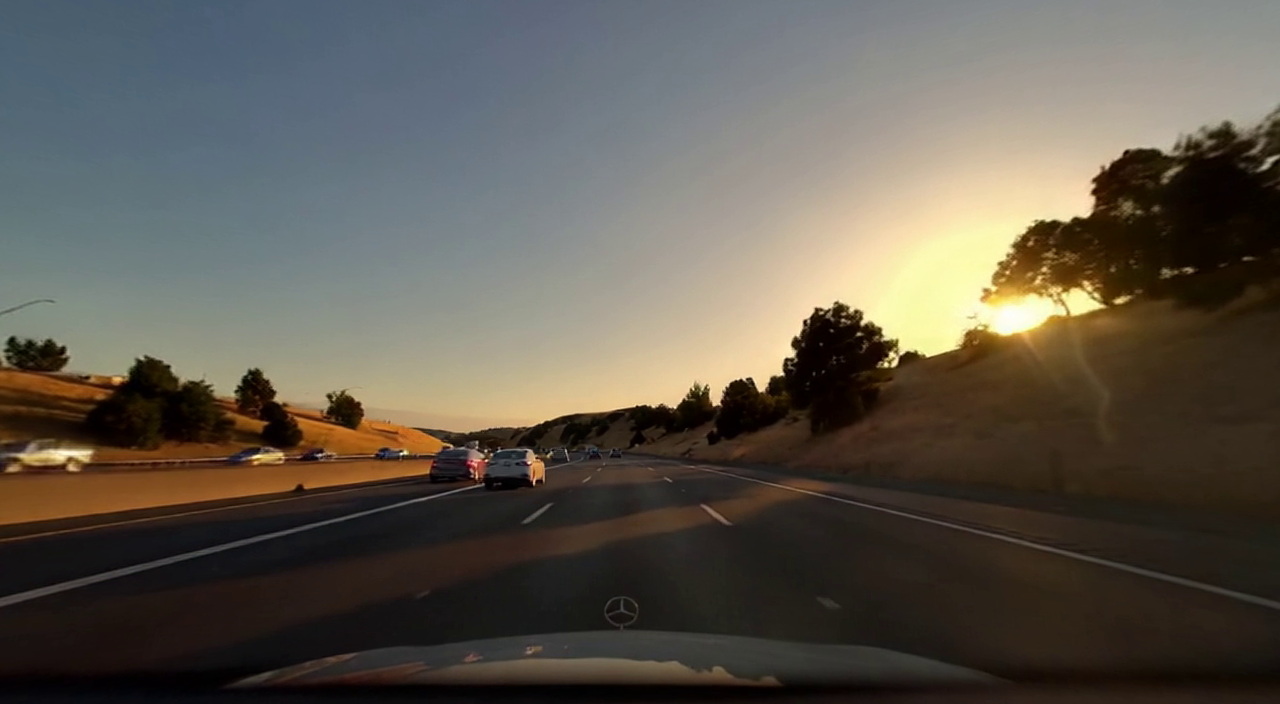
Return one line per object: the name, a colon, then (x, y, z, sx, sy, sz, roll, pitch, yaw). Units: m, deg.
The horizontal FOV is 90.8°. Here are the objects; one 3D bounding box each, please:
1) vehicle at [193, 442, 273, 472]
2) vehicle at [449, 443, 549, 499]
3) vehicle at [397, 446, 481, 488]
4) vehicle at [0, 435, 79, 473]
vehicle: (-25.306, 6.532, 39.501, 1.938, 1.683, 4.633, 0, -9, -1)
vehicle: (-4.192, 3.622, 19.636, 2.073, 1.516, 4.478, 0, -9, 0)
vehicle: (-7.916, 4.554, 25.297, 2.023, 1.519, 4.150, 0, -9, 0)
vehicle: (-36.899, 5.950, 36.860, 2.643, 2.131, 6.261, 0, -9, -1)
